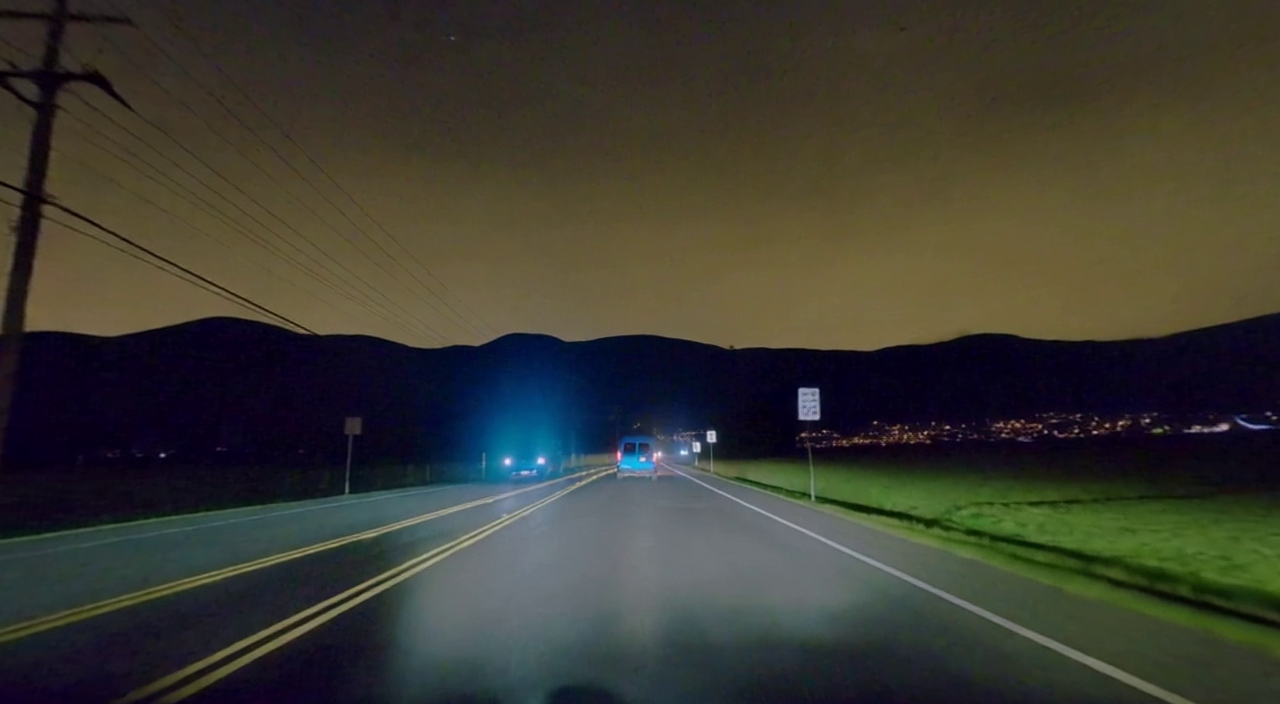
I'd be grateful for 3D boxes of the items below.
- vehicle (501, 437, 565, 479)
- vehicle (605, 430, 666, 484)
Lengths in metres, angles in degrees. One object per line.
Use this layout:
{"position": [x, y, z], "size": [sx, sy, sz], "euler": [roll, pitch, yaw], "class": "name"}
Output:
{"position": [-5.709, 5.719, 34.334], "size": [2.213, 2.108, 5.027], "euler": [0, -9, 4], "class": "vehicle"}
{"position": [-0.125, 4.571, 27.620], "size": [2.454, 2.144, 4.535], "euler": [0, -9, 1], "class": "vehicle"}
